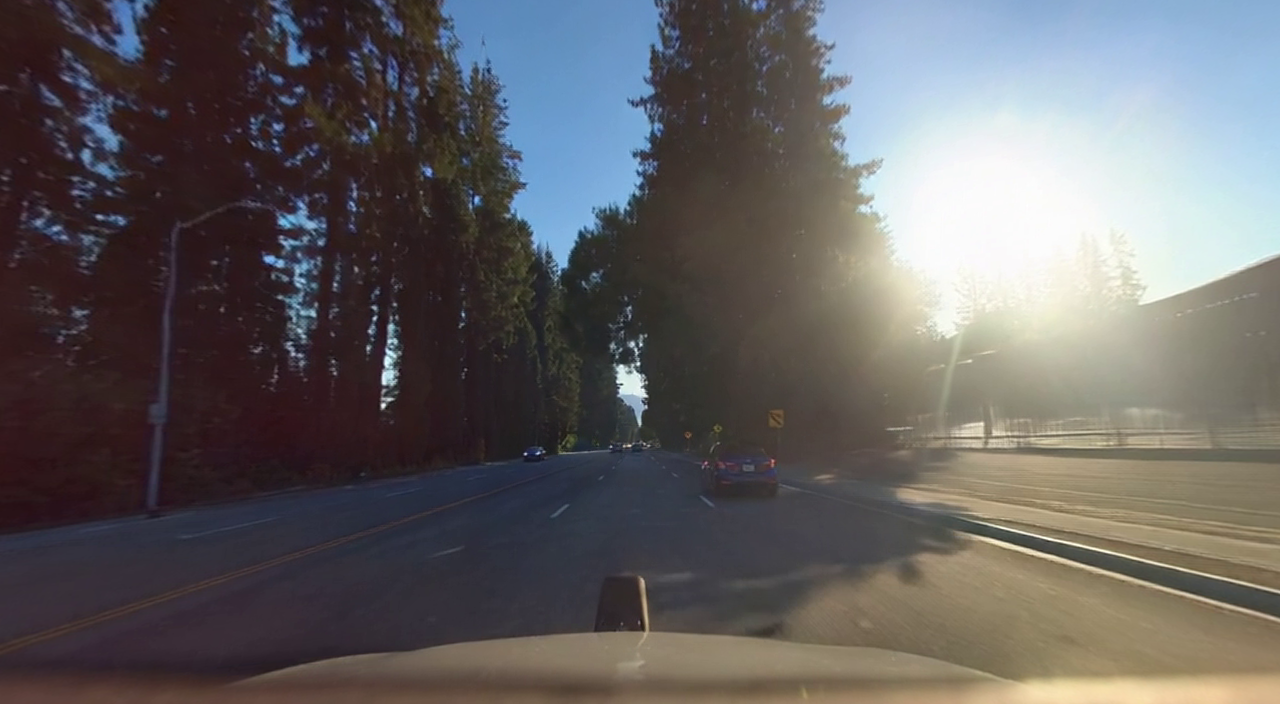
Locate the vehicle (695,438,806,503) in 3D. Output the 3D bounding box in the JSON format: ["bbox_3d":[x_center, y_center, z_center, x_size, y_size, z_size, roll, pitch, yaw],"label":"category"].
[{"bbox_3d":[2.721,3.037,16.679,2.042,1.469,4.470,0,-8,-1],"label":"vehicle"}]
